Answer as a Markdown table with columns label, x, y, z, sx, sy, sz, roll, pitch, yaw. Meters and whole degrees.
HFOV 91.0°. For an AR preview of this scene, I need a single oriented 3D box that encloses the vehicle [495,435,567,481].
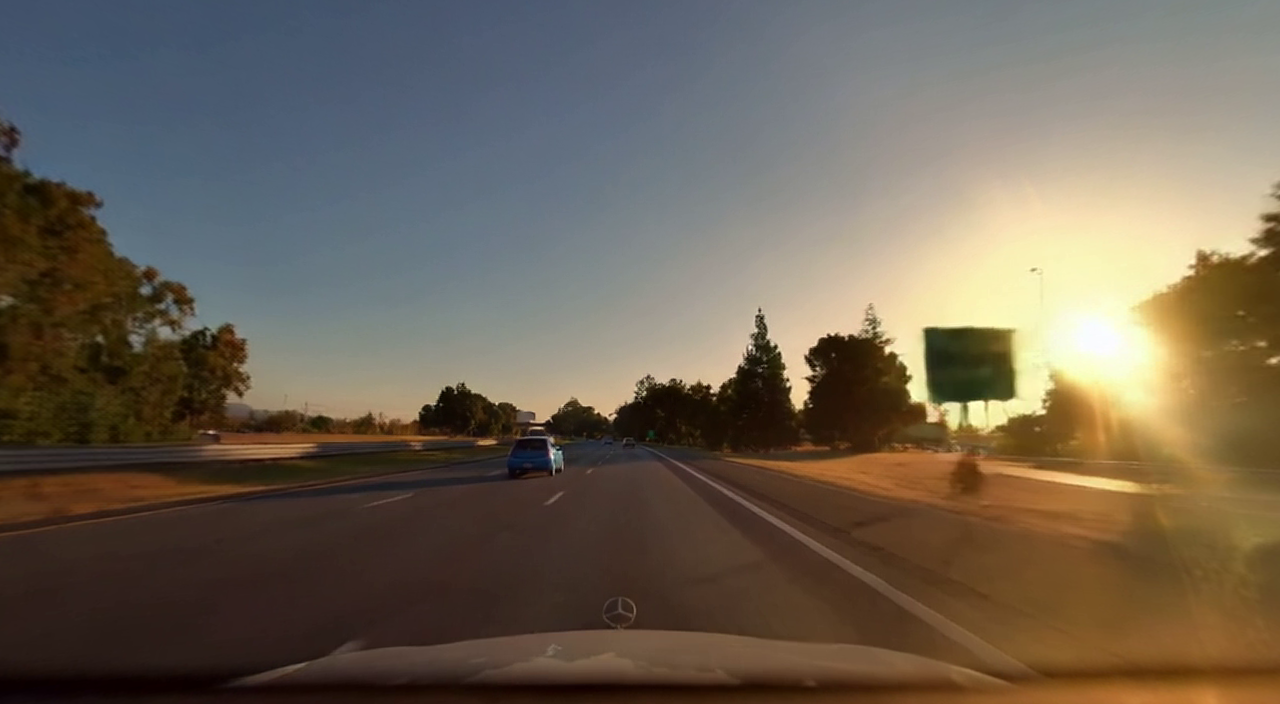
| label | x | y | z | sx | sy | sz | roll | pitch | yaw |
| --- | --- | --- | --- | --- | --- | --- | --- | --- | --- |
| vehicle | -4.020 | 3.936 | 23.804 | 2.008 | 1.567 | 3.959 | 0 | -8 | 0 |
